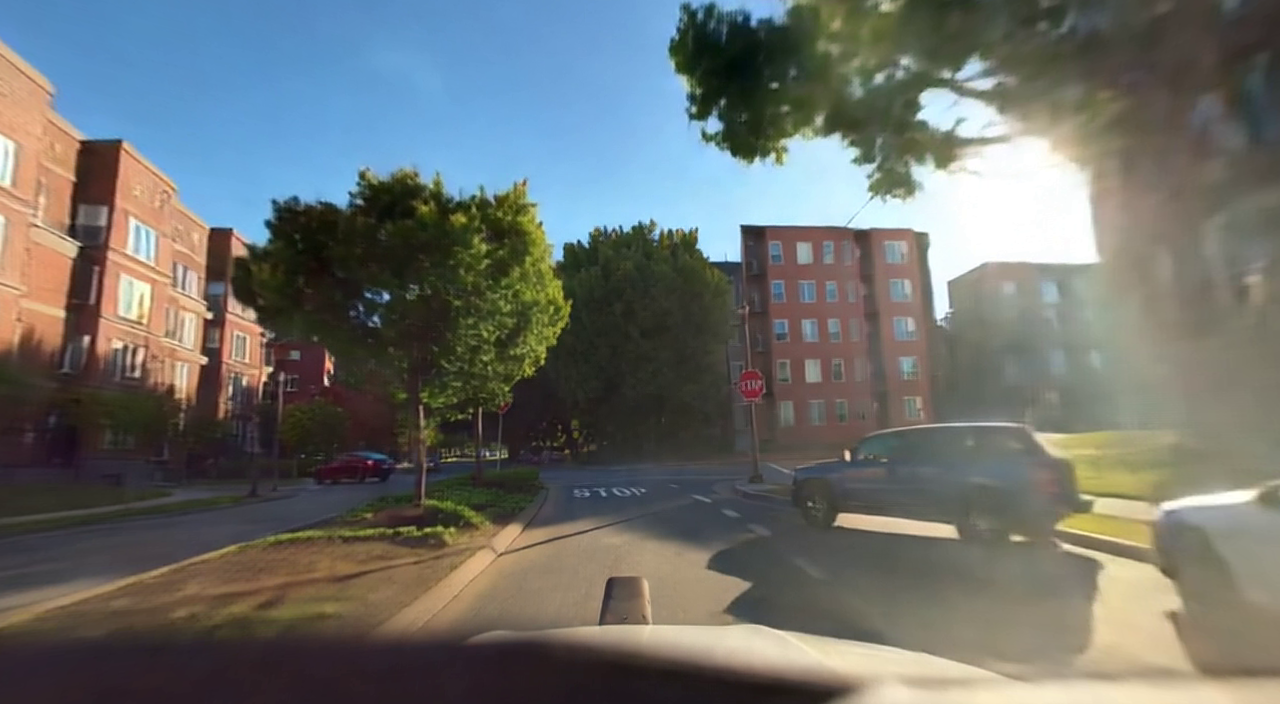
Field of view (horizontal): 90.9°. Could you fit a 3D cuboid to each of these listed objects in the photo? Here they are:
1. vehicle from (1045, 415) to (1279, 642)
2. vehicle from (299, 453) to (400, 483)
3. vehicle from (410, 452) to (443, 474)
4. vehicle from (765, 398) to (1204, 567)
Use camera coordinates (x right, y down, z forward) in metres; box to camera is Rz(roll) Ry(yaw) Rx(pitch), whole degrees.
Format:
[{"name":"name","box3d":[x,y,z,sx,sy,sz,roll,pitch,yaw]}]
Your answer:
[{"name":"vehicle","box3d":[5.000,1.092,3.769,1.758,1.454,5.088,0,-8,0]},{"name":"vehicle","box3d":[-16.073,6.407,34.995,4.654,1.503,1.951,0,-8,4]},{"name":"vehicle","box3d":[-16.353,8.525,48.459,2.027,1.475,4.522,3,-8,-14]},{"name":"vehicle","box3d":[4.023,1.639,8.472,2.065,1.529,4.709,1,-10,-26]}]
